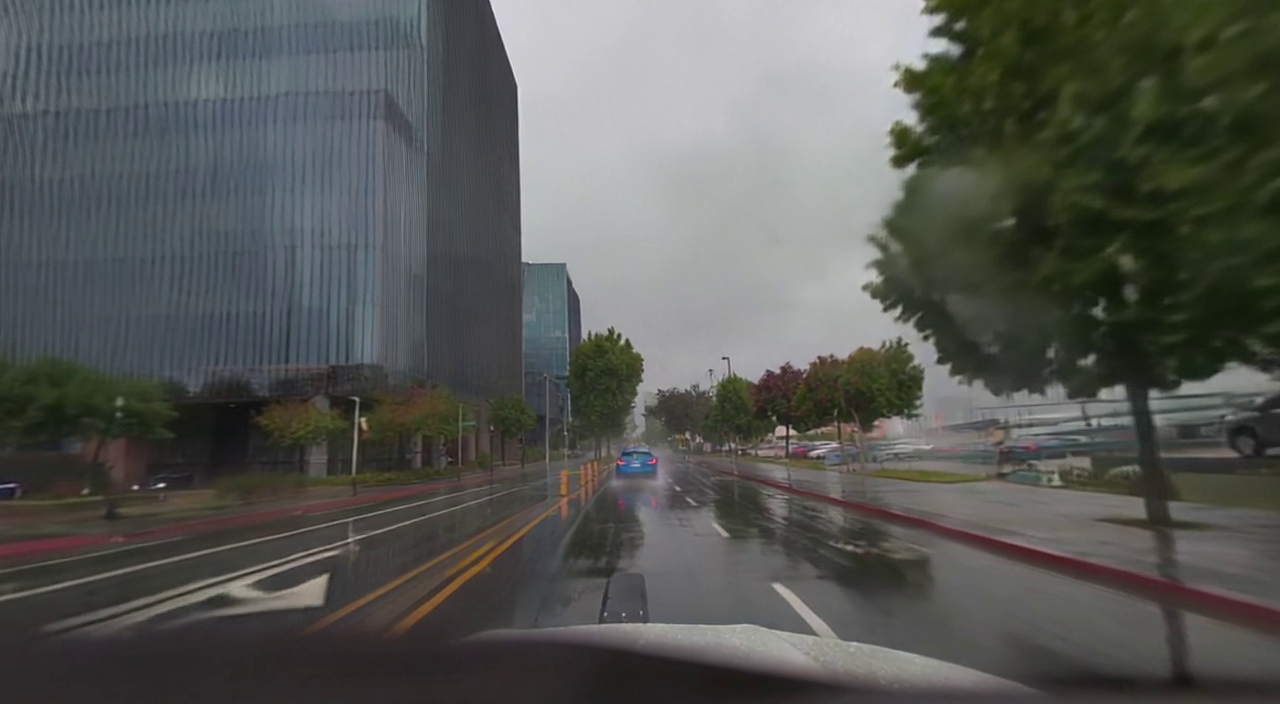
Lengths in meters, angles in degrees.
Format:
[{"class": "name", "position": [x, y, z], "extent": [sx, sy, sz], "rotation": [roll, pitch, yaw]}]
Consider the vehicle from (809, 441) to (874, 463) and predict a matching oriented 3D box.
[{"class": "vehicle", "position": [14.373, 7.130, 45.051], "extent": [4.003, 1.476, 1.884], "rotation": [-2, -8, 2]}]

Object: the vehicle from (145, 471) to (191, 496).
[{"class": "vehicle", "position": [-32.458, 9.019, 43.282], "extent": [1.970, 1.476, 3.940], "rotation": [8, -12, -42]}]

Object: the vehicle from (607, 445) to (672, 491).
[{"class": "vehicle", "position": [-0.095, 3.994, 22.078], "extent": [2.063, 1.442, 4.135], "rotation": [0, -9, -2]}]
